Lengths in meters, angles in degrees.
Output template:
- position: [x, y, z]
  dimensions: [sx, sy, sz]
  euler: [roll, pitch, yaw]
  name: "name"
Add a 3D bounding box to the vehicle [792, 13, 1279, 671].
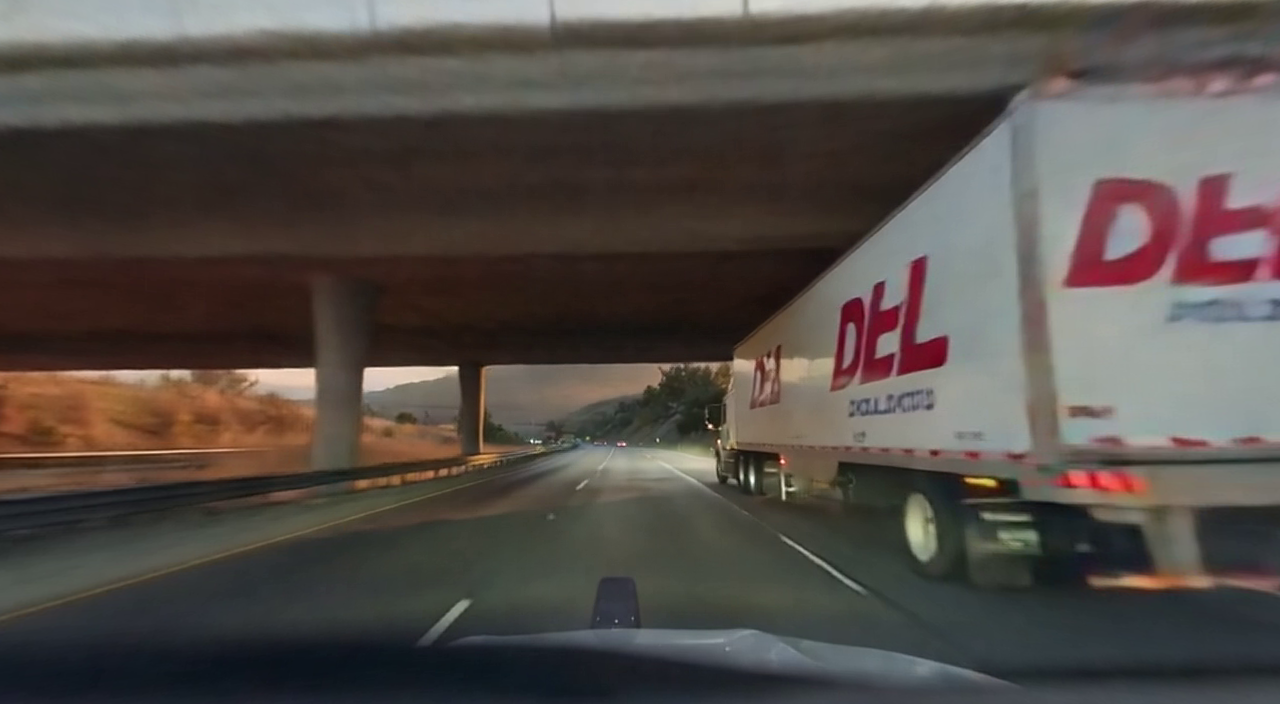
- position: [4.510, 0.370, 7.827]
  dimensions: [2.880, 3.918, 8.254]
  euler: [0, -8, -2]
  name: "vehicle"
